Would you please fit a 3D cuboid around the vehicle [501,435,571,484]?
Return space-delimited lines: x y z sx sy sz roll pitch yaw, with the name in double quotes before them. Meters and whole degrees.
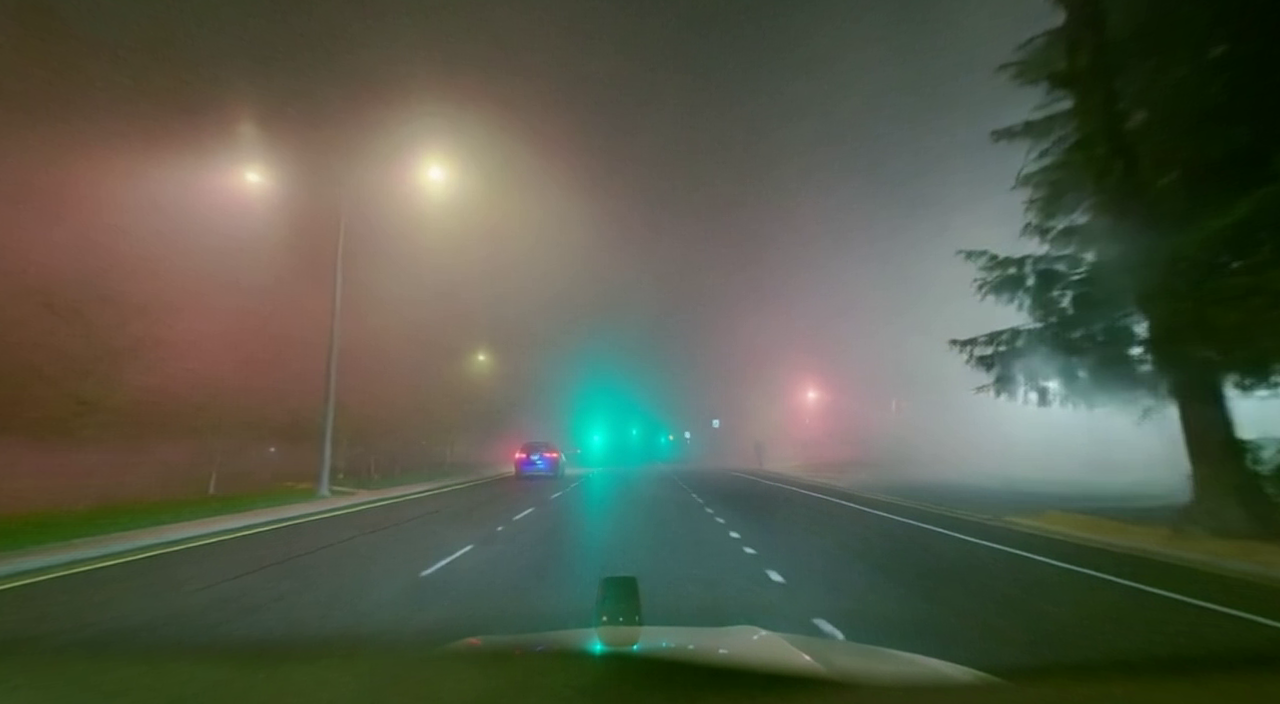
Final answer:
"vehicle" -3.999 4.183 24.962 1.993 1.733 4.262 0 -8 1
